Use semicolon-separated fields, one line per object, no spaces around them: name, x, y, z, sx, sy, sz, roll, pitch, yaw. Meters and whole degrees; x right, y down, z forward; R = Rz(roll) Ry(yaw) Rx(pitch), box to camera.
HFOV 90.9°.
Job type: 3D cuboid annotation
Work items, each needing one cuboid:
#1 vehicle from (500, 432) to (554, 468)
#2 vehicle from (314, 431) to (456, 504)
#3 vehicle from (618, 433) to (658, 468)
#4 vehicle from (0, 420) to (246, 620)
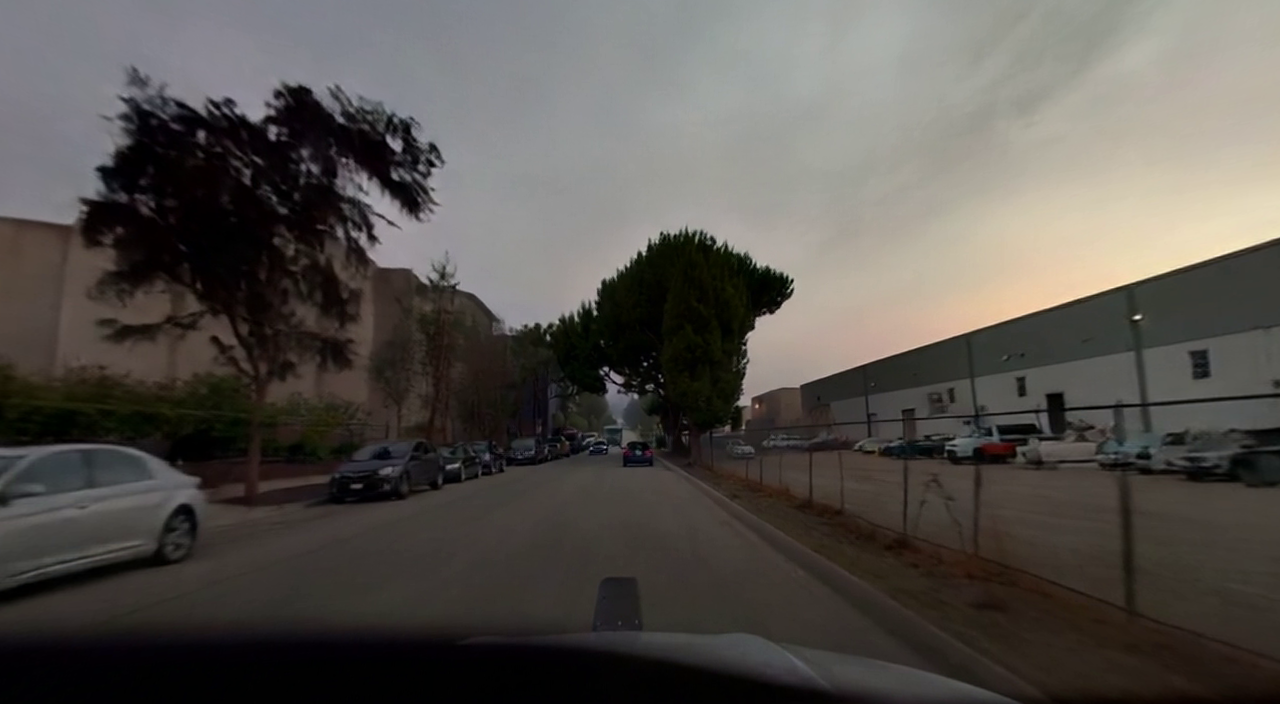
vehicle;-6.491;5.777;36.995;2.139;1.943;5.295;-1;-9;1
vehicle;-6.442;2.922;16.519;1.926;1.647;4.185;0;-8;0
vehicle;-0.084;5.504;35.502;2.152;1.874;4.042;0;-8;0
vehicle;-6.203;1.499;6.157;2.013;1.609;4.152;0;-8;0
